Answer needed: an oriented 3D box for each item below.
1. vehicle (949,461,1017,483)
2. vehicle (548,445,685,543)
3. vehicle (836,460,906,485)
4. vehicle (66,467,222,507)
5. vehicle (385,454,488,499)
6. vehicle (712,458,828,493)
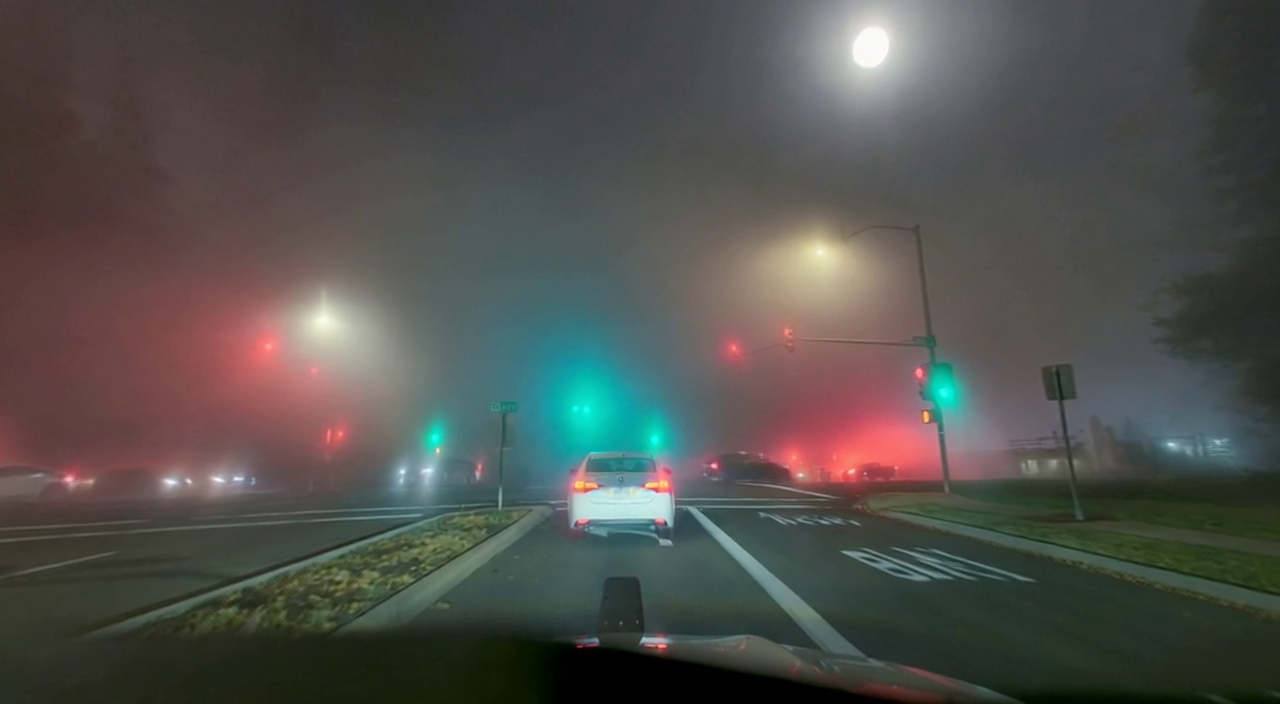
[{"bbox_3d":[25.953,9.064,47.859,4.358,1.471,1.875,2,-9,-16],"label":"vehicle"},{"bbox_3d":[-0.434,2.504,11.905,2.112,1.479,4.264,0,-9,-2],"label":"vehicle"},{"bbox_3d":[16.507,8.587,45.192,4.337,1.637,1.860,2,-9,-16],"label":"vehicle"},{"bbox_3d":[-20.069,5.462,25.768,4.548,1.449,1.802,2,-9,-14],"label":"vehicle"},{"bbox_3d":[-9.209,5.541,28.484,4.355,1.789,2.175,-6,-10,35],"label":"vehicle"},{"bbox_3d":[5.744,5.524,28.465,4.838,1.449,2.077,0,-9,2],"label":"vehicle"}]
